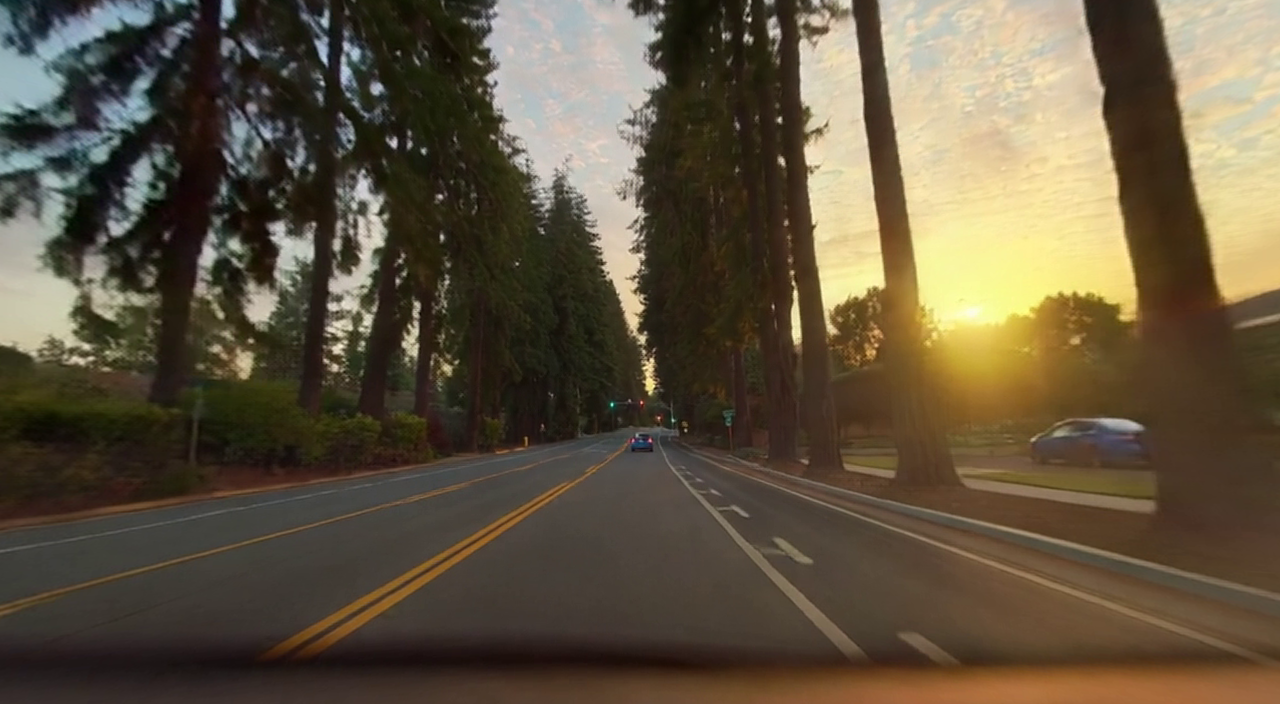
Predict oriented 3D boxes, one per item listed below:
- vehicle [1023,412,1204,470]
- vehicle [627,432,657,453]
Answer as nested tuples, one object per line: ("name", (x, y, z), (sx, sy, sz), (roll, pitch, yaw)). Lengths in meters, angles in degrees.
("vehicle", (13.517, 2.596, 18.473), (1.762, 1.479, 4.546), (0, -8, 0))
("vehicle", (0.182, 6.680, 46.593), (2.067, 1.486, 3.861), (0, -9, 2))
